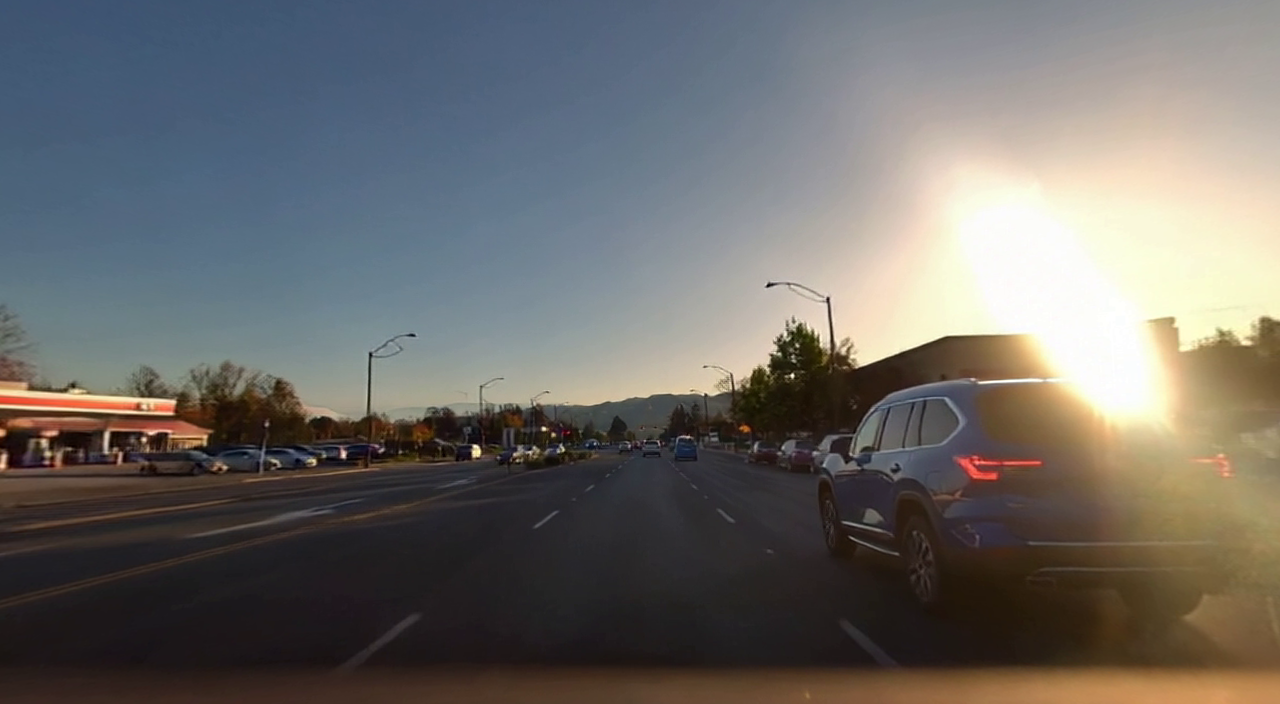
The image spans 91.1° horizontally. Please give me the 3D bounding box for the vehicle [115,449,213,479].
[{"bbox_3d":[-25.937,6.074,34.273,3.765,1.559,1.915,0,-8,1],"label":"vehicle"}]

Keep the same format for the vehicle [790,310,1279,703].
[{"bbox_3d":[2.960,1.113,5.341,2.246,1.963,4.777,0,-8,1],"label":"vehicle"}]

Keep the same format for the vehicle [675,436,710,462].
[{"bbox_3d":[3.904,7.355,47.653,2.317,1.857,5.150,0,-8,1],"label":"vehicle"}]
